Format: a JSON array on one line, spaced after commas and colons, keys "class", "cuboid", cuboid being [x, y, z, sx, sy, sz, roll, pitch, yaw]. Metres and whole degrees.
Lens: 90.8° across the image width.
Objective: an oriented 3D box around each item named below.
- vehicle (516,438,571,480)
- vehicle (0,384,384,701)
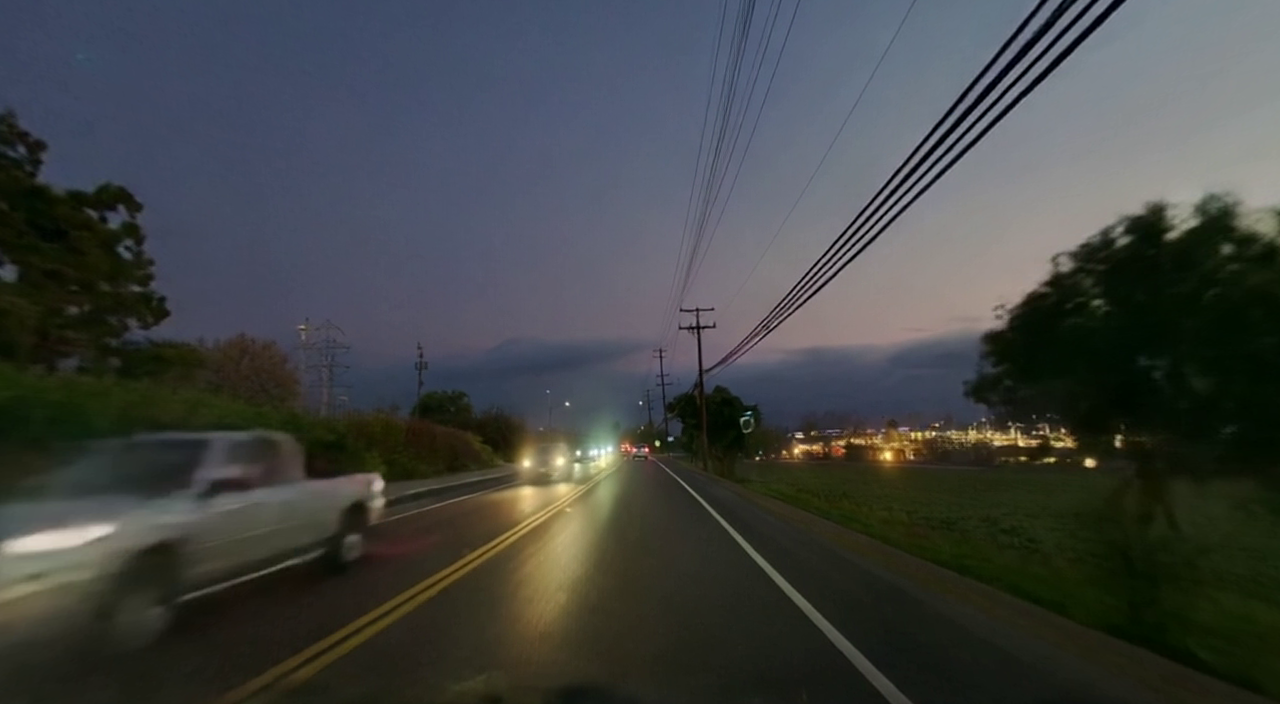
[{"class": "vehicle", "cuboid": [-4.456, 5.016, 29.851, 1.968, 1.813, 4.409, 0, -8, -1]}, {"class": "vehicle", "cuboid": [-4.583, 1.475, 6.132, 2.225, 1.872, 4.588, 0, -8, 0]}]
